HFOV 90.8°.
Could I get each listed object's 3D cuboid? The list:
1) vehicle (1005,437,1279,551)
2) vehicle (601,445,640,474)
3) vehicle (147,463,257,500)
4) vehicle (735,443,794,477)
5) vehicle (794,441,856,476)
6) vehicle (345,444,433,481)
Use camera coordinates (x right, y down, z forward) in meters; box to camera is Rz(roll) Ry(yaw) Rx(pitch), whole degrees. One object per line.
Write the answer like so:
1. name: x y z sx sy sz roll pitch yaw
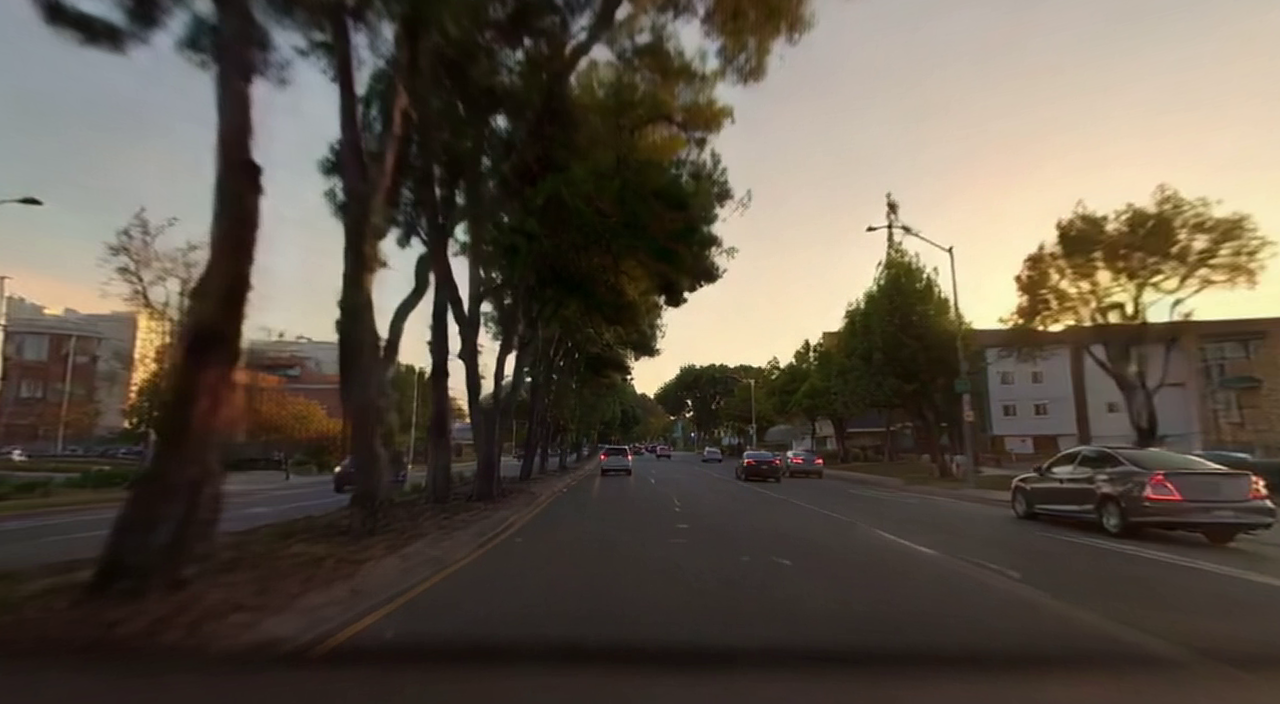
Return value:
1. vehicle: 8.572 2.253 10.861 1.888 1.508 4.646 0 -8 2
2. vehicle: -1.051 5.958 35.314 2.077 1.477 3.897 0 -8 -1
3. vehicle: -18.727 5.524 27.238 1.769 1.344 3.947 0 -8 3
4. vehicle: 5.796 5.062 29.803 2.020 1.472 3.958 0 -8 1
5. vehicle: 9.528 5.488 32.846 1.945 1.687 4.292 0 -8 0
6. vehicle: -15.157 6.668 38.660 2.879 2.048 5.861 0 -8 1
